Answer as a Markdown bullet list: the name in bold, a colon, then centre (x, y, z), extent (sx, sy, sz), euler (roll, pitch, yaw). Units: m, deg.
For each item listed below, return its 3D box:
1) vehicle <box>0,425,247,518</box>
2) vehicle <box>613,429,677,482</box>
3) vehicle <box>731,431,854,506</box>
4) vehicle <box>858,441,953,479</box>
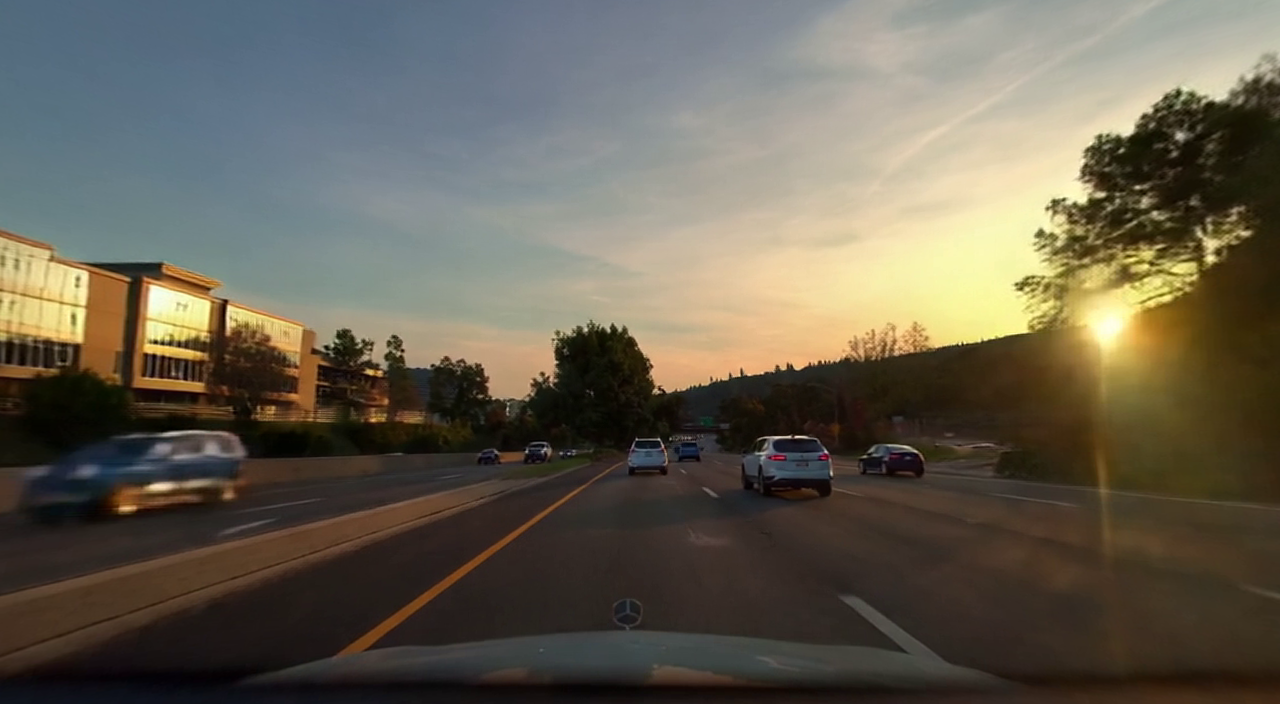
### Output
- **vehicle**: centre (-14.445, 3.232, 17.801), extent (2.631, 2.140, 6.216), euler (0, -8, 0)
- **vehicle**: centre (0.201, 4.064, 25.026), extent (2.290, 1.862, 4.454), euler (0, -8, 0)
- **vehicle**: centre (3.576, 2.806, 15.657), extent (2.042, 1.592, 4.047), euler (0, -8, 0)
- **vehicle**: centre (10.969, 4.481, 26.483), extent (2.027, 1.446, 4.470), euler (0, -8, 0)
